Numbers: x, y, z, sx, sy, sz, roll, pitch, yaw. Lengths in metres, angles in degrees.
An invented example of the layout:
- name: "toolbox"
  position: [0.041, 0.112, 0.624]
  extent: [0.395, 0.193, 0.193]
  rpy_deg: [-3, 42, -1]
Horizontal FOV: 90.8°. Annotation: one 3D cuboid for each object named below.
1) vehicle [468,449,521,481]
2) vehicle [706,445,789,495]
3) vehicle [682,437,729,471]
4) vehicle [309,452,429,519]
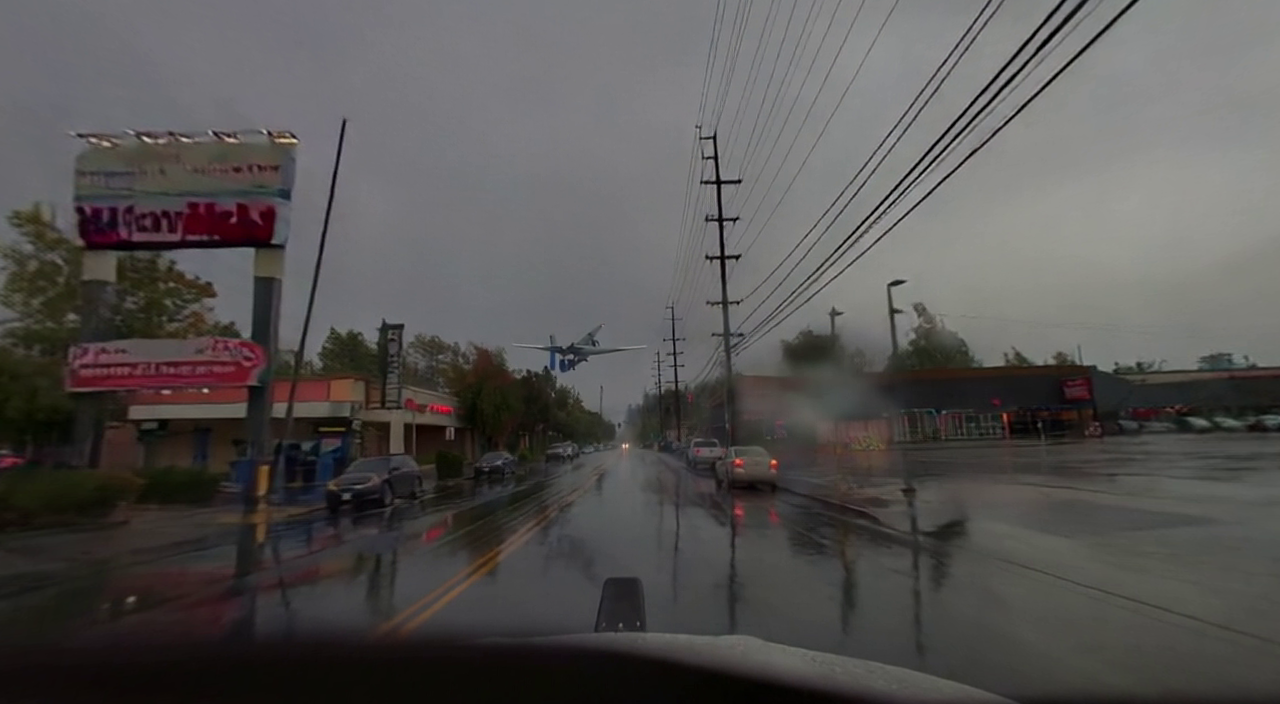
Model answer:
- name: "vehicle"
  position: [-7.936, 6.160, 34.754]
  extent: [1.872, 1.455, 4.350]
  rpy_deg: [-3, -8, -1]
- name: "vehicle"
  position: [3.573, 3.981, 21.865]
  extent: [1.990, 1.521, 4.693]
  rpy_deg: [0, -8, 0]
- name: "vehicle"
  position: [3.855, 6.106, 38.020]
  extent: [2.080, 1.893, 4.699]
  rpy_deg: [0, -8, -3]
- name: "vehicle"
  position: [-7.845, 3.837, 18.721]
  extent: [1.787, 1.543, 4.052]
  rpy_deg: [-3, -7, 0]
